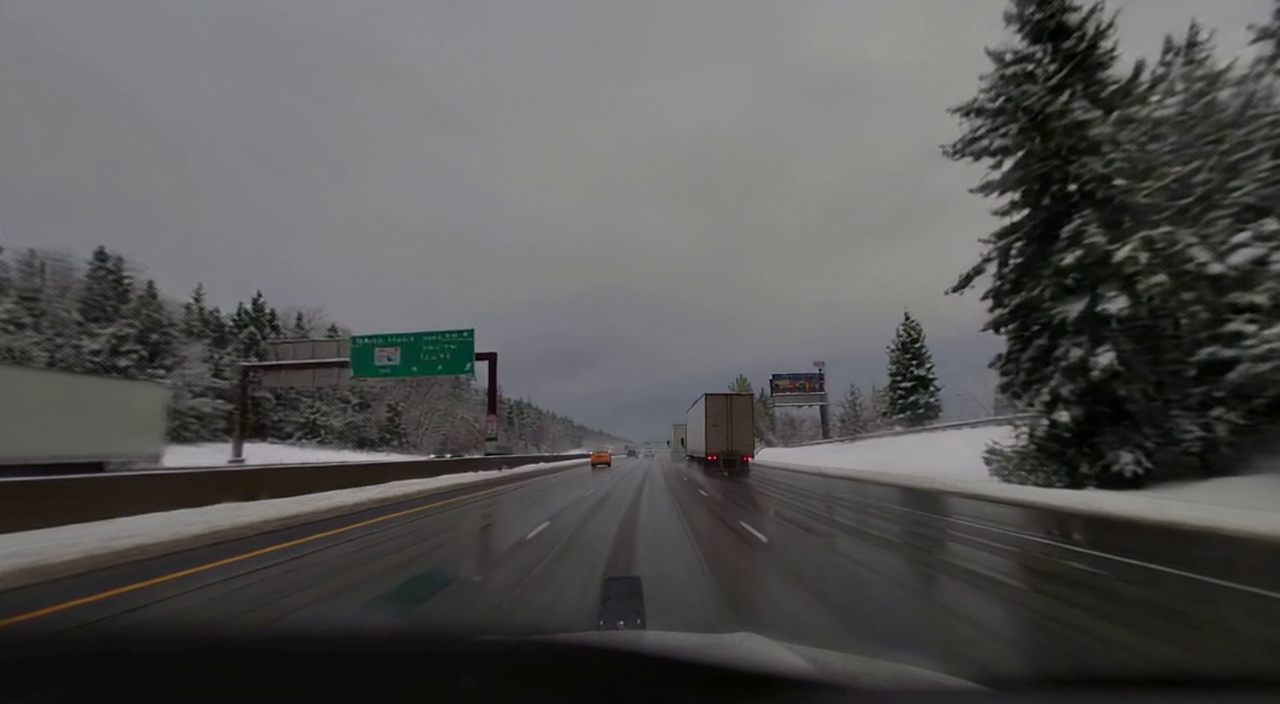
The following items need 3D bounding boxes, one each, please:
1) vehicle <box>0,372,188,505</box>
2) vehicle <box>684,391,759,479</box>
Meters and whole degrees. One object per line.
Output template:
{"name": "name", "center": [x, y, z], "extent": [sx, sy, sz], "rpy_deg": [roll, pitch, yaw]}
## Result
{"name": "vehicle", "center": [-18.901, 2.596, 18.707], "extent": [3.346, 3.543, 9.948], "rpy_deg": [0, -9, 1]}
{"name": "vehicle", "center": [4.476, 5.044, 37.797], "extent": [2.826, 4.269, 14.176], "rpy_deg": [0, -8, 1]}
